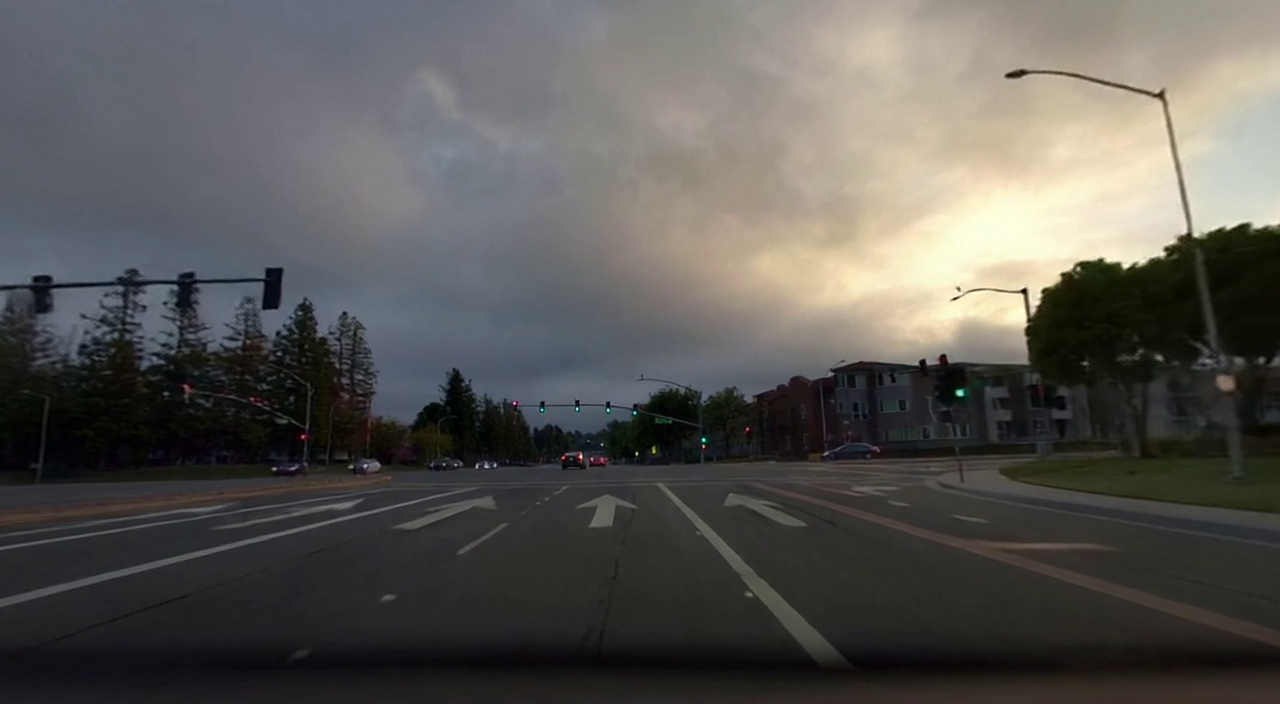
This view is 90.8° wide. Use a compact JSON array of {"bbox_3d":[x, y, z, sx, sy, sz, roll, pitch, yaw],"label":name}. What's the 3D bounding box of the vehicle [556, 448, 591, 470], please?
[{"bbox_3d":[-4.681,7.552,44.904,2.073,1.445,4.151,0,-8,-1],"label":"vehicle"}]
